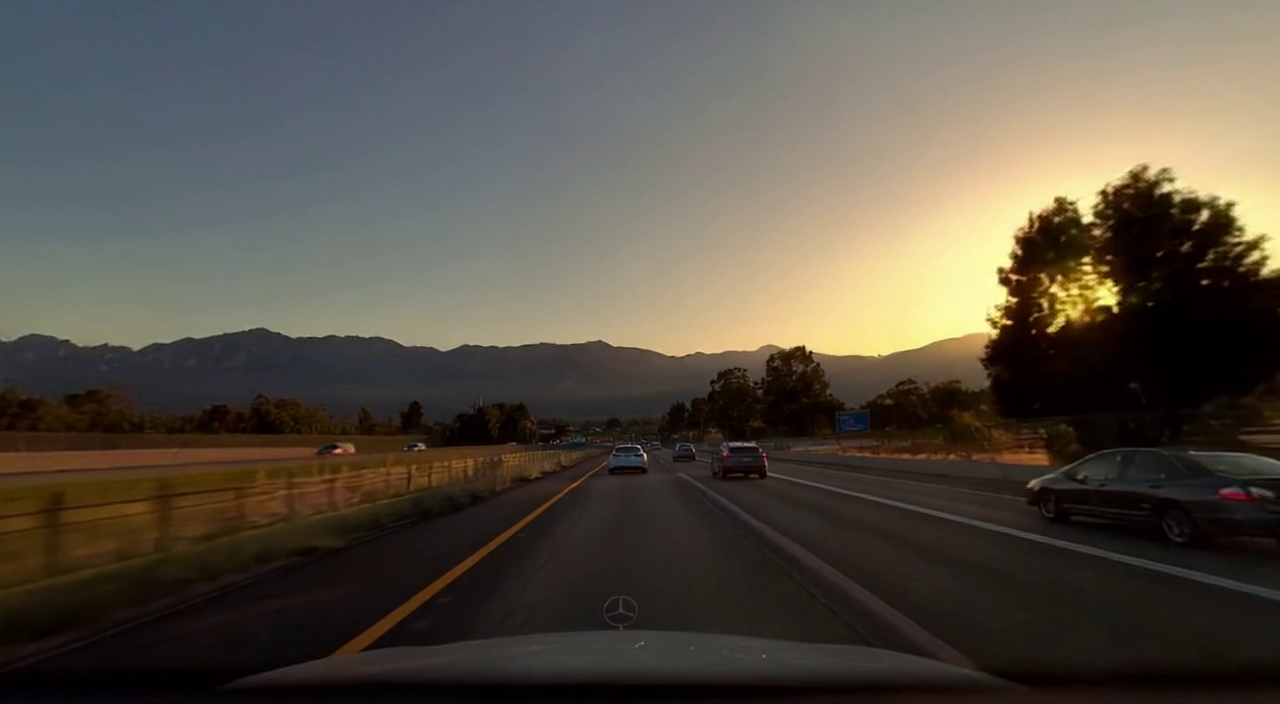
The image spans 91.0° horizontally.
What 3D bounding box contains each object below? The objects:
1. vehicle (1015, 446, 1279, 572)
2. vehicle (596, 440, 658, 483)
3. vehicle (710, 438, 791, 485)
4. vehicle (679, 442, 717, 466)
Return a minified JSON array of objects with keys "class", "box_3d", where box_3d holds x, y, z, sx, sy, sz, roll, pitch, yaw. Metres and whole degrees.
[{"class":"vehicle","box_3d":[7.619,1.976,8.812,1.910,1.303,4.462,0,-8,-1]},{"class":"vehicle","box_3d":[-0.483,4.008,23.353,2.085,1.449,3.860,0,-8,-1]},{"class":"vehicle","box_3d":[3.767,3.819,22.254,1.949,1.493,4.272,0,-8,-2]},{"class":"vehicle","box_3d":[3.654,6.483,40.165,1.957,1.447,4.241,0,-8,-1]}]
